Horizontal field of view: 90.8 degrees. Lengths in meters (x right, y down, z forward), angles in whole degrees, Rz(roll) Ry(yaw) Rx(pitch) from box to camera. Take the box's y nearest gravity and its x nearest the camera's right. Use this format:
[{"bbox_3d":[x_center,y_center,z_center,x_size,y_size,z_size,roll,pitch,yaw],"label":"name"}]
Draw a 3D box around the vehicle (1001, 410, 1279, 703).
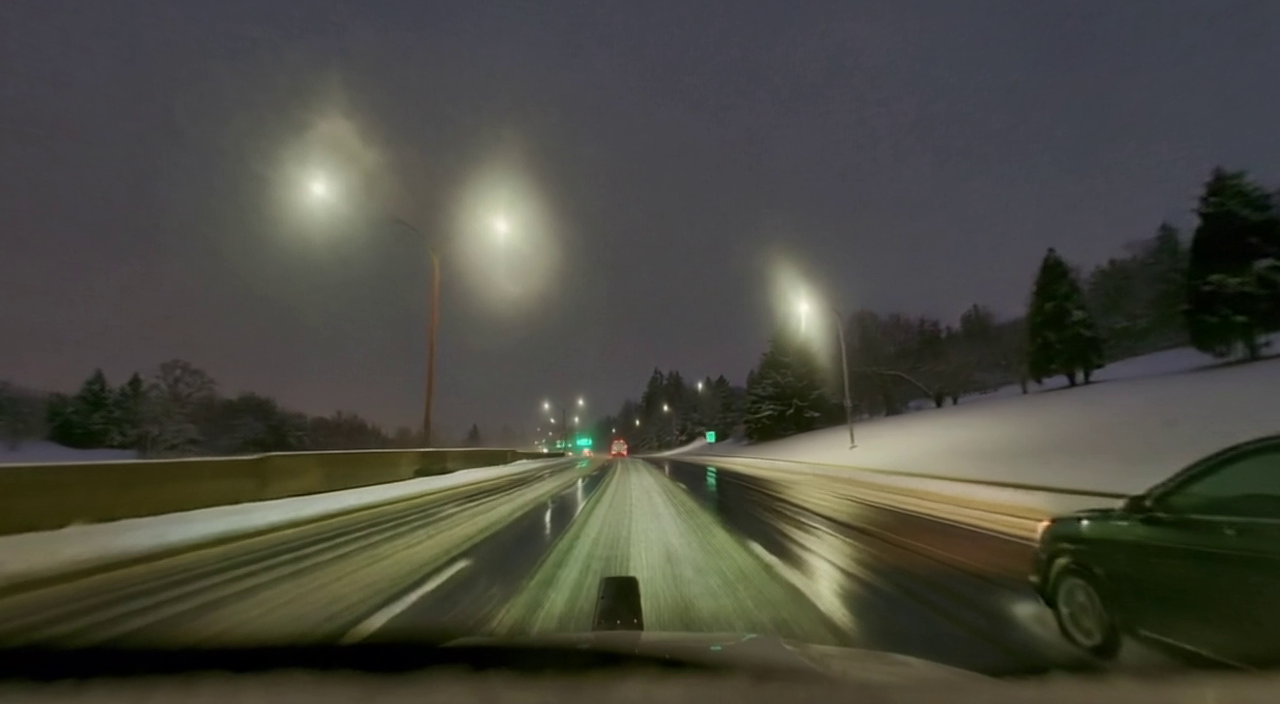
[{"bbox_3d":[3.852,0.924,2.243,2.217,1.477,4.817,0,-8,-1],"label":"vehicle"}]
